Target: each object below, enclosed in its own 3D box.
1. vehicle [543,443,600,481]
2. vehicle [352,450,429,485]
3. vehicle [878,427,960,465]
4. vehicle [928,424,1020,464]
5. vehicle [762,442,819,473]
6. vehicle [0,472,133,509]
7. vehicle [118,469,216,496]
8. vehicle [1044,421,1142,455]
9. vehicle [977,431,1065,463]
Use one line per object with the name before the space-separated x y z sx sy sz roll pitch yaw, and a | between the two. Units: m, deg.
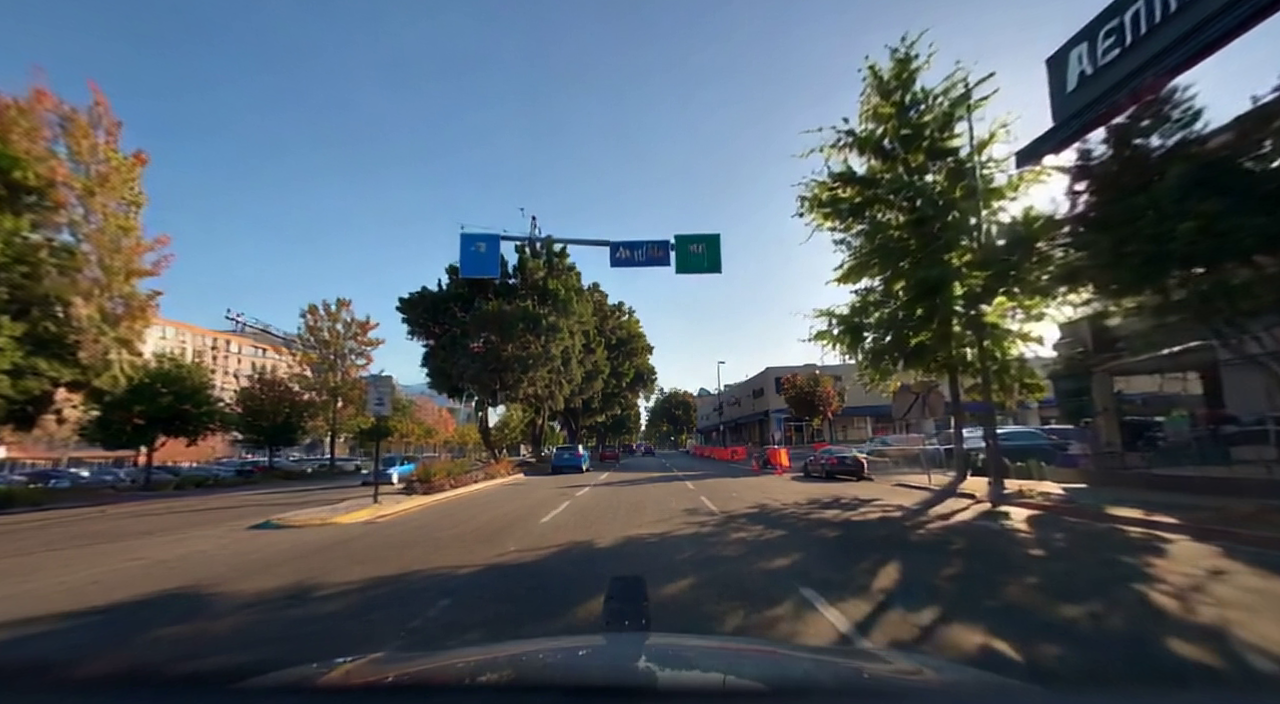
vehicle | -2.788 4.576 26.598 1.926 1.442 4.231 0 -8 0
vehicle | -11.986 5.548 30.613 1.917 1.495 4.309 -1 -8 1
vehicle | 13.588 4.633 31.026 1.916 1.683 4.516 0 -8 -1
vehicle | 16.126 4.475 30.695 1.984 1.774 4.406 0 -8 -1
vehicle | 7.472 5.242 31.600 1.799 1.399 4.317 -1 -8 0
vehicle | -30.134 7.271 33.357 5.077 1.411 1.808 3 -11 -39
vehicle | -30.235 8.313 40.385 4.708 1.457 1.821 8 -12 -43
vehicle | 25.845 4.969 36.208 2.043 1.803 4.774 -1 -8 0
vehicle | 18.284 4.590 30.473 1.881 1.443 3.882 -1 -8 2
